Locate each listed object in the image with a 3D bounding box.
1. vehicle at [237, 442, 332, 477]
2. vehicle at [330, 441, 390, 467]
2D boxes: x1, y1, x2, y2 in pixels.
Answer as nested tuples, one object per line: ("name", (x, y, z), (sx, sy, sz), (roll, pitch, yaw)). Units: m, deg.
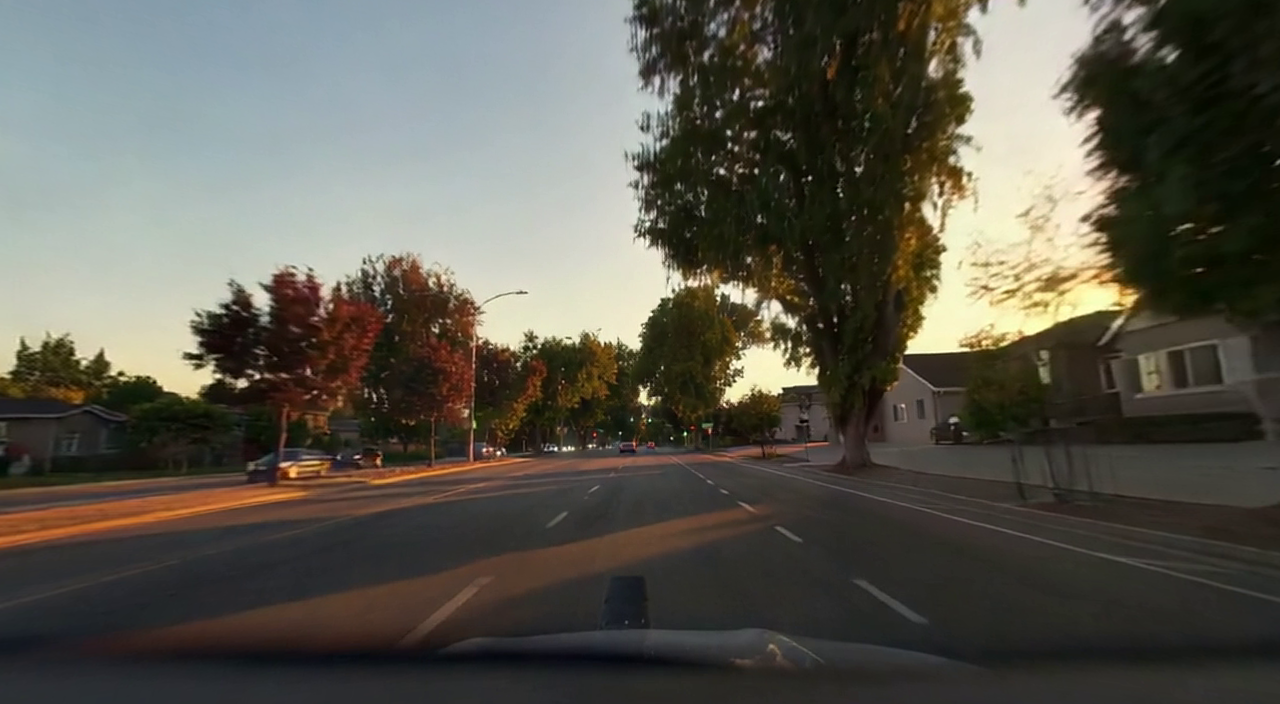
("vehicle", (-16.881, 5.103, 30.235), (1.869, 1.557, 4.424), (0, -9, 2))
("vehicle", (-20.085, 7.331, 45.422), (2.103, 1.731, 4.598), (0, -9, 1))
